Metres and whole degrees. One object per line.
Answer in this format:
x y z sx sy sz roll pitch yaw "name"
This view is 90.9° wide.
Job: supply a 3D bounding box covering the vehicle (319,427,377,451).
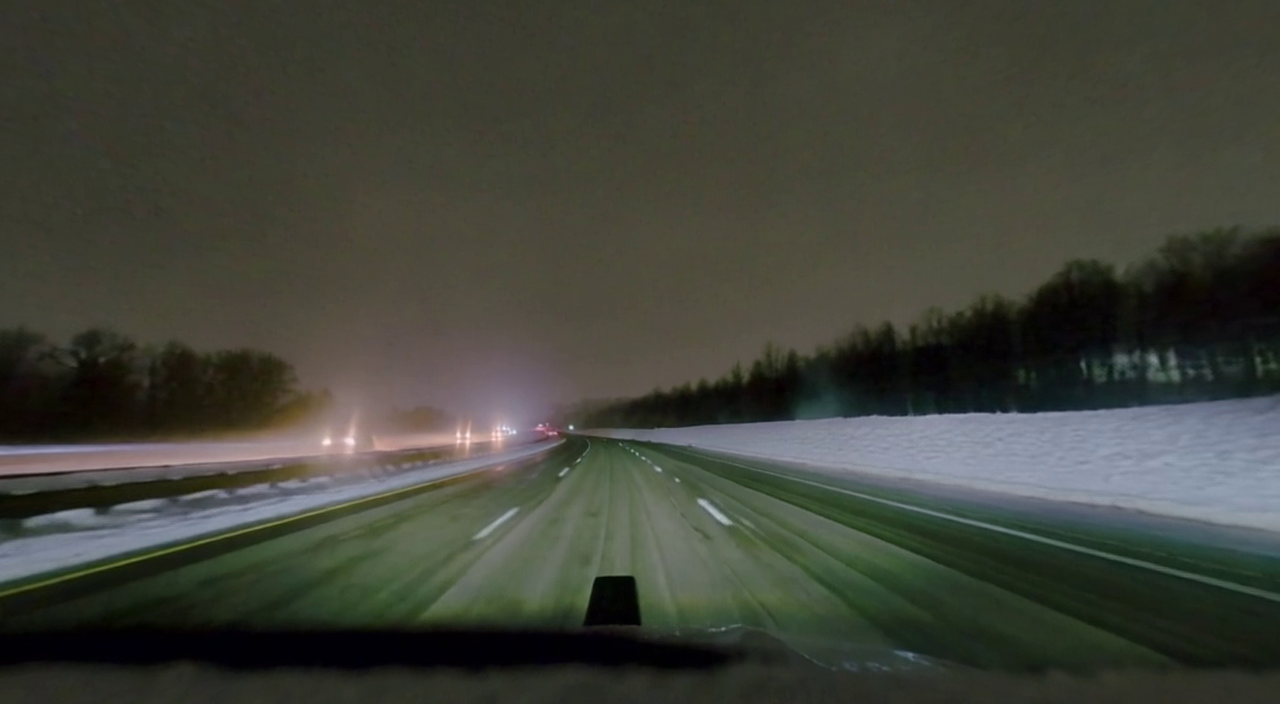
-19.188 5.714 41.600 1.813 1.500 4.517 0 -8 -2 "vehicle"
